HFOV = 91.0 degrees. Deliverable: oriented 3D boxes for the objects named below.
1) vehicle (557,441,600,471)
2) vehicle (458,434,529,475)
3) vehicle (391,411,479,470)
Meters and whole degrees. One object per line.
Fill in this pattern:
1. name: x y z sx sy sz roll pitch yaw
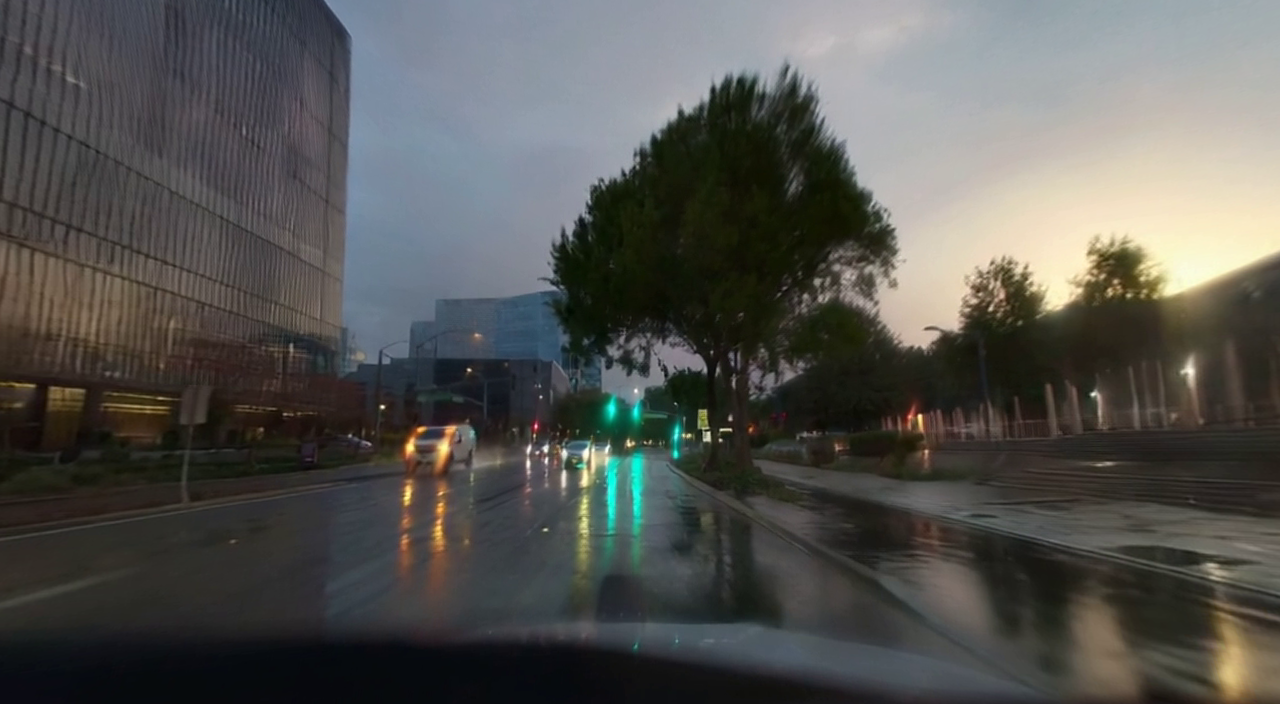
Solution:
1. vehicle: -3.739 6.401 38.983 2.181 1.706 4.334 0 -9 1
2. vehicle: -7.144 5.057 31.245 2.204 1.844 4.766 0 -9 2
3. vehicle: -12.773 5.702 40.049 2.887 3.366 7.454 0 -9 1
